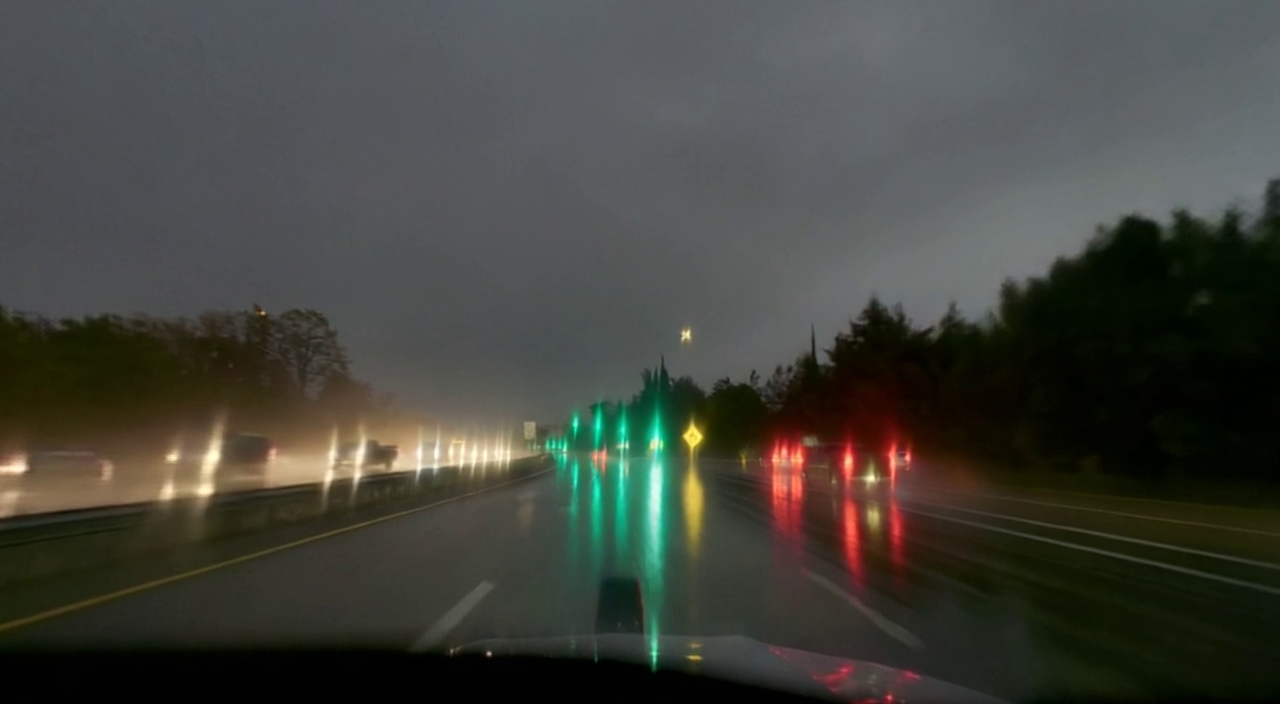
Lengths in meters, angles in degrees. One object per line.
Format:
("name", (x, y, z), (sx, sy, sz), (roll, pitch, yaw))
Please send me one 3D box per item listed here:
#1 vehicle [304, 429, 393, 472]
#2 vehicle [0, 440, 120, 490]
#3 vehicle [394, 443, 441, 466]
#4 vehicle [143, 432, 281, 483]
("vehicle", (-15.231, 5.225, 33.195), (2.201, 2.054, 5.510), (0, -9, -2))
("vehicle", (-20.389, 3.744, 20.981), (1.893, 1.472, 4.785), (0, -9, -1))
("vehicle", (-16.117, 7.438, 45.560), (1.906, 1.558, 4.561), (0, -9, -3))
("vehicle", (-14.713, 3.658, 21.896), (1.865, 1.563, 4.196), (0, -9, 0))
